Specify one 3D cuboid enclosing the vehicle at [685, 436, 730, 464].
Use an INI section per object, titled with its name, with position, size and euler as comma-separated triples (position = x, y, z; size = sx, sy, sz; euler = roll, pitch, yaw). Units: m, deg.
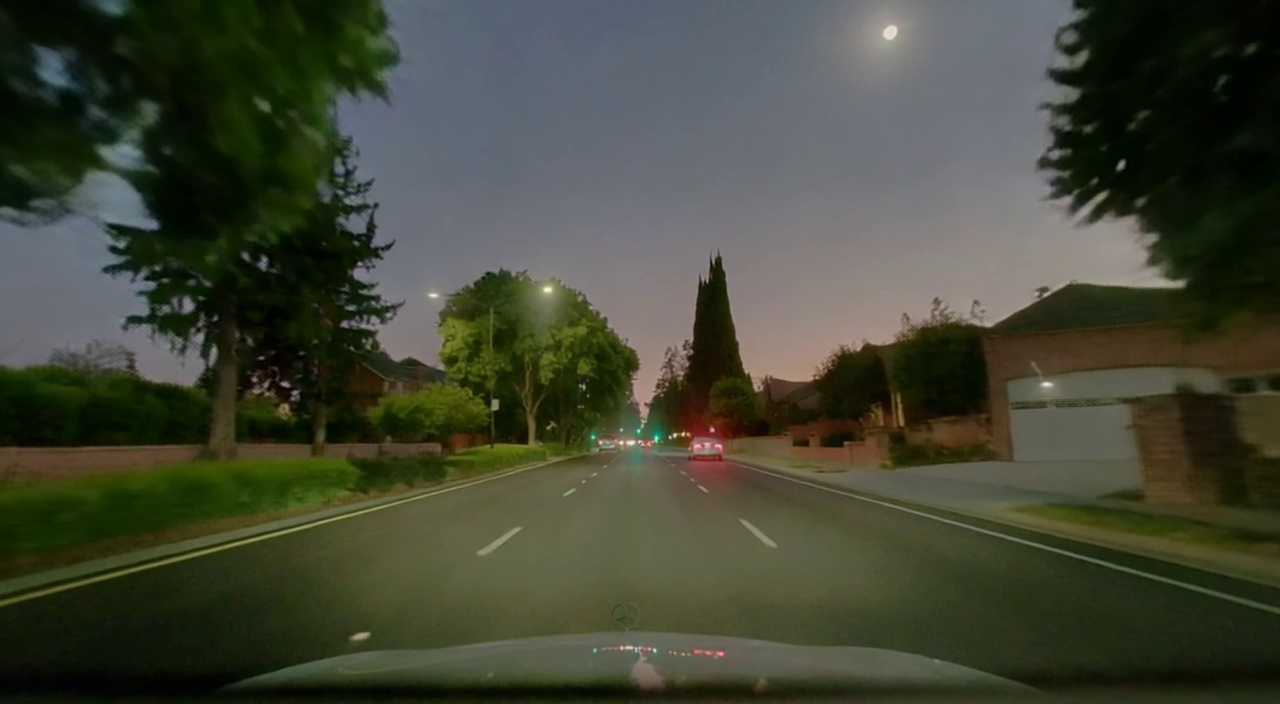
[vehicle]
position = 4.075, 6.015, 38.934
size = 2.237, 1.578, 4.621
euler = 0, -8, -1
